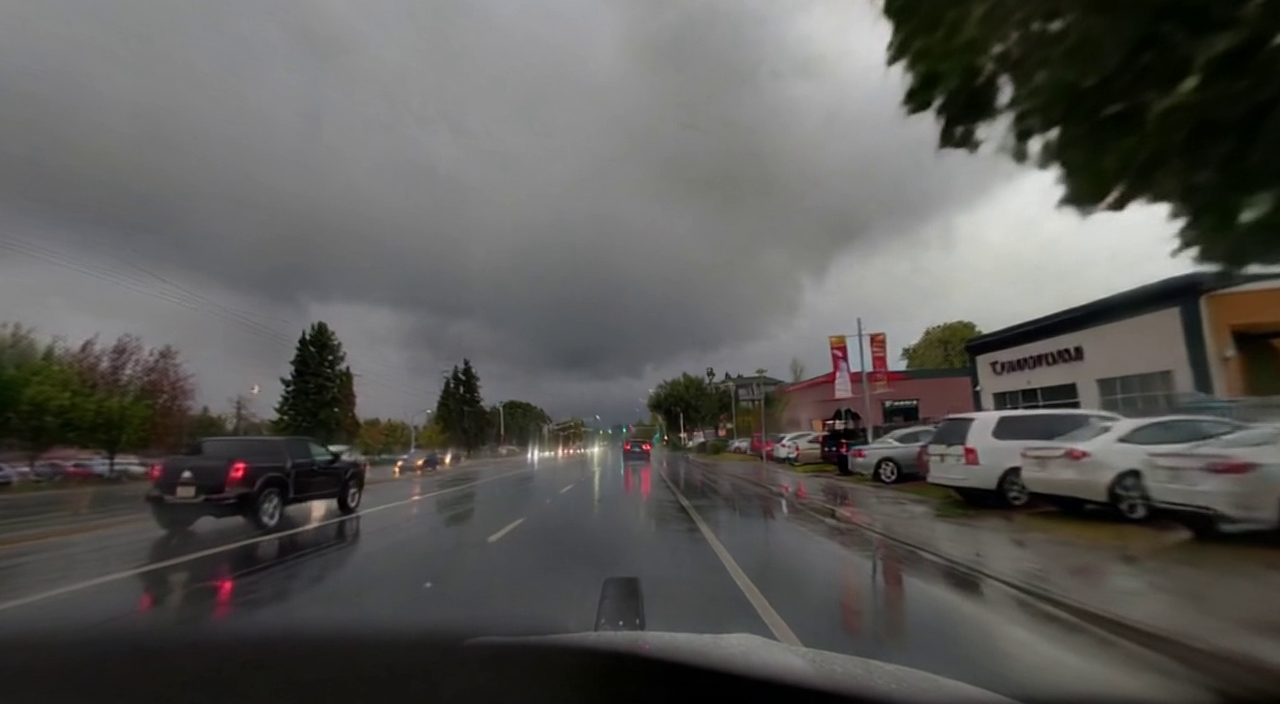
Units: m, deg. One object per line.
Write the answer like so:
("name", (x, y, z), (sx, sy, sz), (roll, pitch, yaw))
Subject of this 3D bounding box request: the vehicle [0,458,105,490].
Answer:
("vehicle", (-36.789, 7.476, 38.957), (5.479, 1.855, 2.167), (0, -9, 0))

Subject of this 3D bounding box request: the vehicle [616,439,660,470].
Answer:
("vehicle", (-0.142, 5.096, 31.552), (2.061, 1.469, 3.954), (0, -9, -2))

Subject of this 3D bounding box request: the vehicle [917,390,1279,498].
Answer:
("vehicle", (9.273, 1.881, 13.044), (5.976, 1.994, 2.295), (0, -8, 0))

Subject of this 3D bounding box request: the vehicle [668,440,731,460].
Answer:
("vehicle", (4.651, 7.679, 49.467), (4.619, 1.523, 1.873), (4, -9, -24))

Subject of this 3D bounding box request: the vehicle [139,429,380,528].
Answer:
("vehicle", (-7.358, 2.480, 12.984), (2.038, 1.649, 4.665), (0, -9, 0))
